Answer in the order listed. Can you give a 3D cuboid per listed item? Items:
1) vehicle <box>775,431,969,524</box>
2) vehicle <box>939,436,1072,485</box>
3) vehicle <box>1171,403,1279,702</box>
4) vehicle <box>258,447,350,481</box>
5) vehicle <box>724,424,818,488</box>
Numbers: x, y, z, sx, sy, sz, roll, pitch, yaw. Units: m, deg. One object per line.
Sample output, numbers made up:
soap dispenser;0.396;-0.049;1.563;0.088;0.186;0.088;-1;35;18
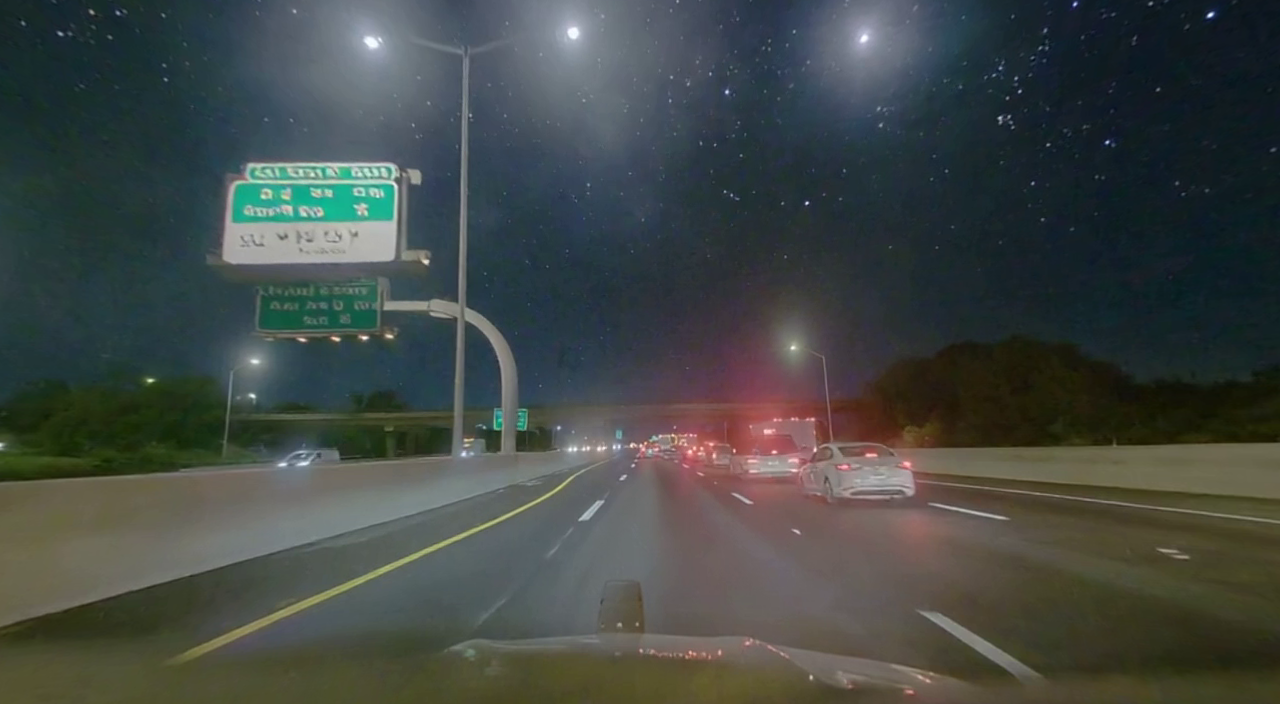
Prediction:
vehicle;4.305;2.418;12.799;2.065;1.487;4.972;0;-8;0
vehicle;12.216;3.646;21.571;1.839;1.490;4.636;0;-8;1
vehicle;4.178;0.705;1.191;1.991;1.473;5.033;0;-8;0
vehicle;-19.779;6.568;37.572;2.253;1.837;5.643;0;-8;1
vehicle;4.400;3.597;22.111;2.191;1.963;5.001;0;-8;0
